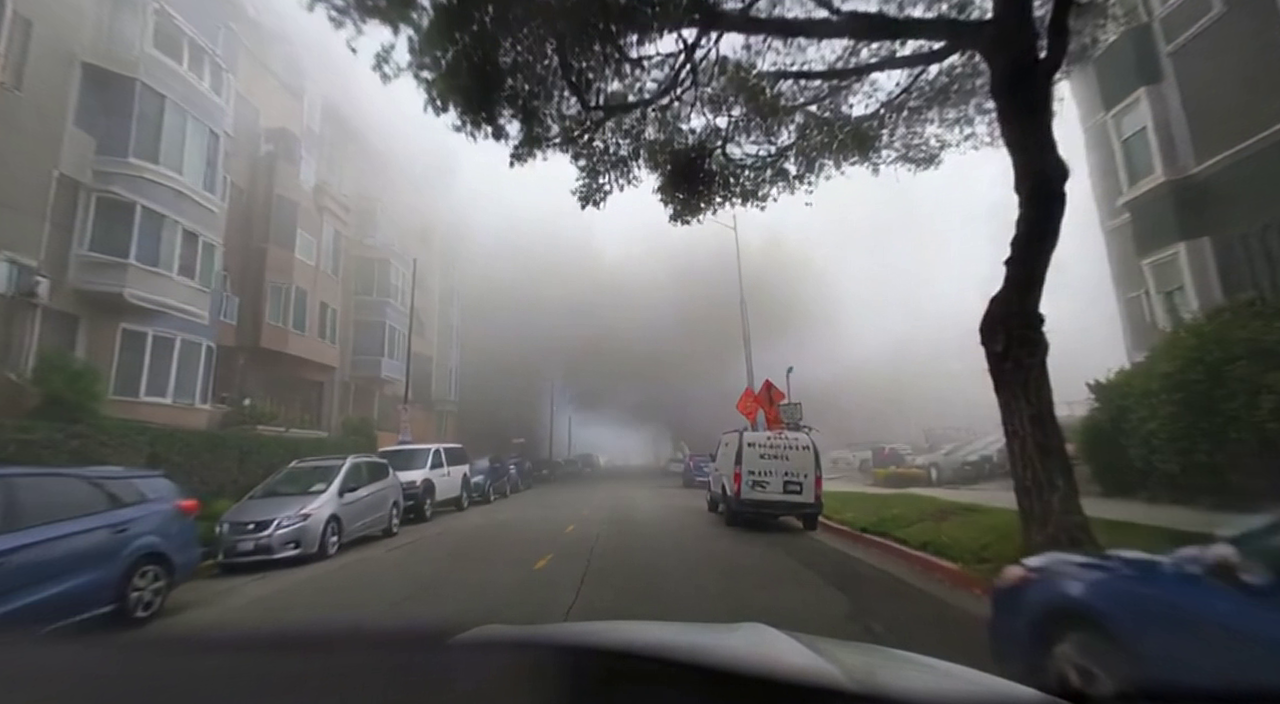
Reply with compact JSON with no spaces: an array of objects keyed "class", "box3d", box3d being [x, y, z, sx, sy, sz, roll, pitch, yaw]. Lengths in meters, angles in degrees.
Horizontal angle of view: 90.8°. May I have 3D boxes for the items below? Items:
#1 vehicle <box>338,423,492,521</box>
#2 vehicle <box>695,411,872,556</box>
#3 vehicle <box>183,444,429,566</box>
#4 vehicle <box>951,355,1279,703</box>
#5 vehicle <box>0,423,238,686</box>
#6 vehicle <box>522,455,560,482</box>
[{"class":"vehicle","box3d":[-5.637,3.230,16.862,2.196,2.059,5.748,-2,-12,-2]},{"class":"vehicle","box3d":[2.643,2.454,13.280,2.259,2.119,5.281,-1,-2,-3]},{"class":"vehicle","box3d":[-5.617,2.578,11.509,1.838,1.725,4.660,-1,-9,1]},{"class":"vehicle","box3d":[2.842,0.721,1.029,2.031,1.655,5.148,0,-9,0]},{"class":"vehicle","box3d":[-5.575,1.562,4.637,2.101,1.646,5.001,-2,-2,-1]},{"class":"vehicle","box3d":[-5.807,6.880,37.480,1.722,1.491,3.431,0,-9,0]}]
